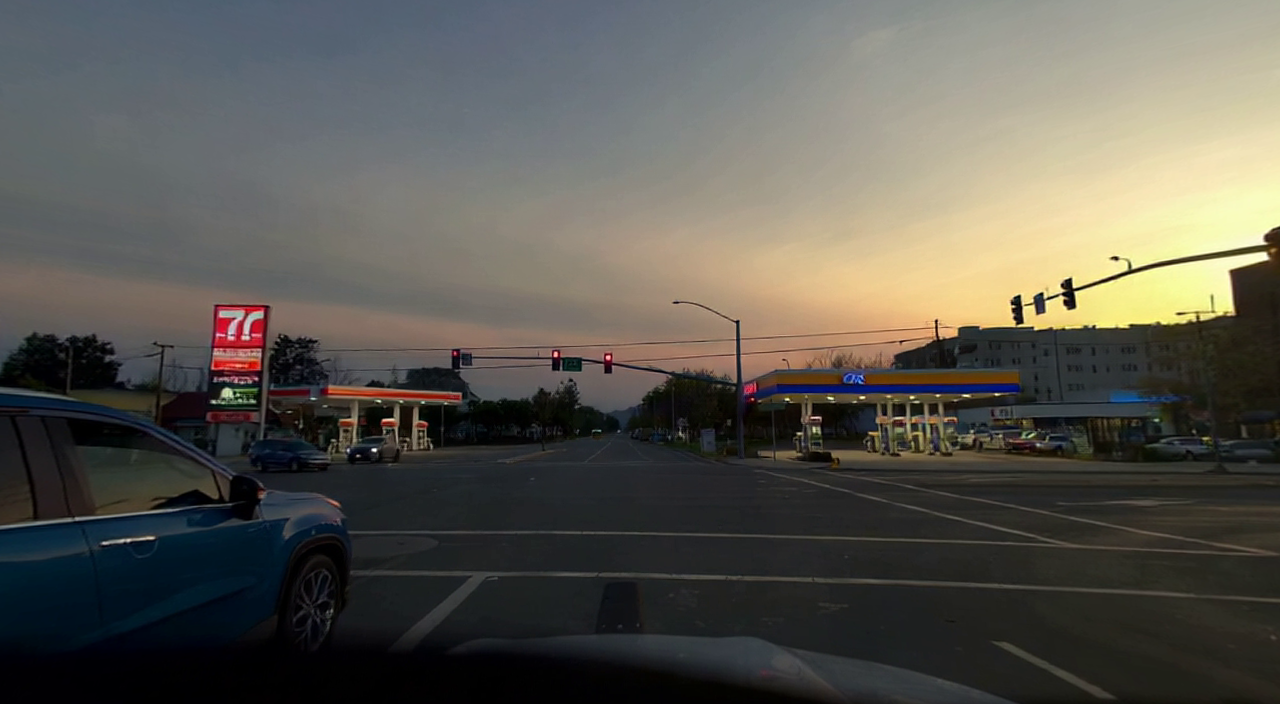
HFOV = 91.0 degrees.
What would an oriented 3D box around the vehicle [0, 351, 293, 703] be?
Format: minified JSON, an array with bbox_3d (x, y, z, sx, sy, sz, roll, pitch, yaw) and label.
[{"bbox_3d":[-3.428,0.803,2.045,2.053,1.690,4.364,0,-9,1],"label":"vehicle"}]

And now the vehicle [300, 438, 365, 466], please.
[{"bbox_3d":[-20.456,6.683,42.164,2.004,1.699,4.486,0,-9,1],"label":"vehicle"}]
